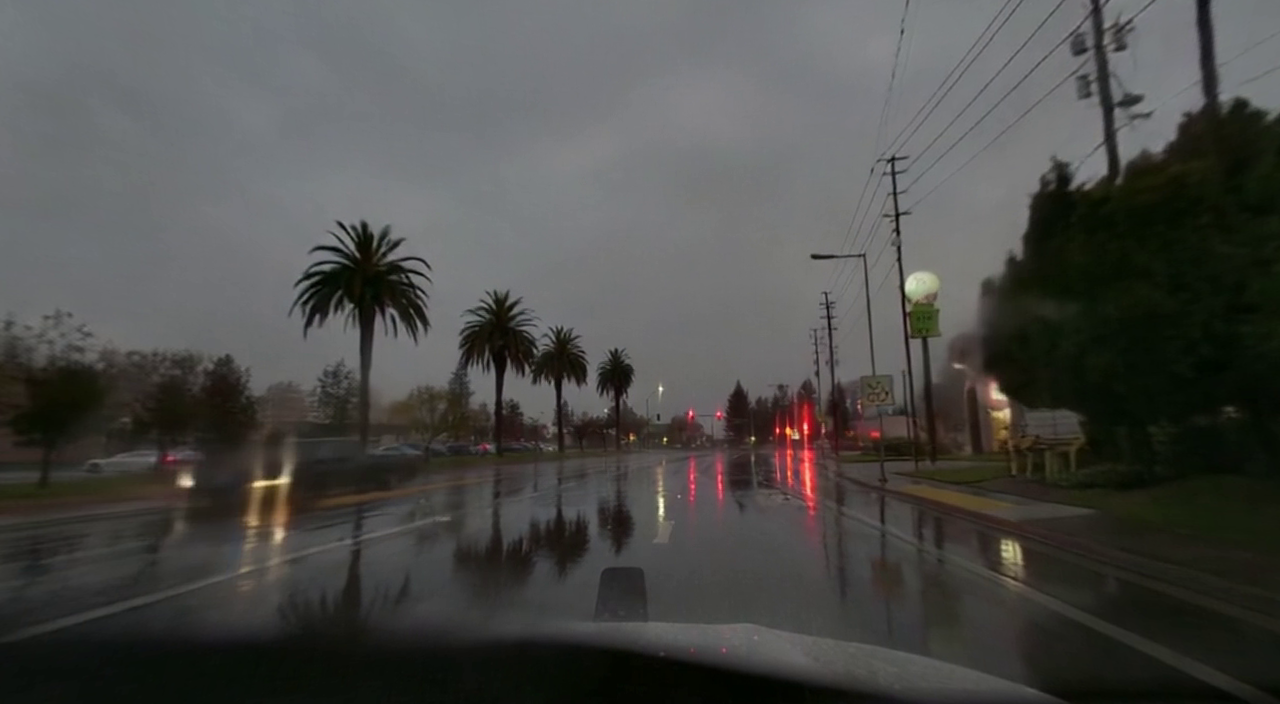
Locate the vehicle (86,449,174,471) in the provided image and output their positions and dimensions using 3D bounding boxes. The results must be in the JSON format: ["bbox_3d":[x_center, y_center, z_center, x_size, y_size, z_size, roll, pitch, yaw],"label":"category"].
[{"bbox_3d":[-35.183,7.436,43.359,4.525,1.492,1.950,-1,-9,7],"label":"vehicle"}]

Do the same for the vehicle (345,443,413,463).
[{"bbox_3d":[-20.449,7.927,49.288,4.440,1.541,1.851,-1,-9,4],"label":"vehicle"}]
